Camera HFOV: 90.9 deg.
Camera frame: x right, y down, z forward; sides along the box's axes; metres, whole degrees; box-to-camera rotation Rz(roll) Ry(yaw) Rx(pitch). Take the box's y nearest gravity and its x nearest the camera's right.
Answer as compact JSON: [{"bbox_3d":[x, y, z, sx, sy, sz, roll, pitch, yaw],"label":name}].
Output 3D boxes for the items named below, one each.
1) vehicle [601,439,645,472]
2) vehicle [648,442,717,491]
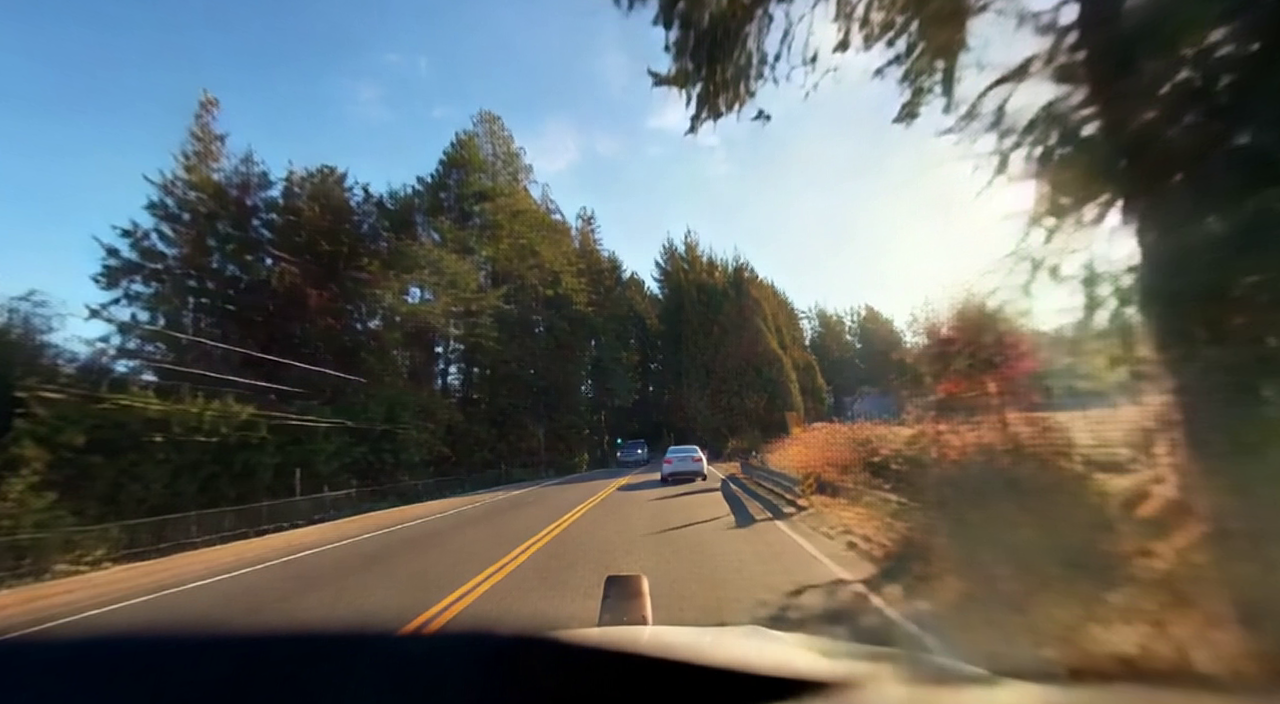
[{"bbox_3d":[-1.002,6.610,40.544,2.291,1.975,4.308,-1,-9,5],"label":"vehicle"},{"bbox_3d":[1.520,4.133,23.156,2.274,1.583,4.349,0,-9,3],"label":"vehicle"}]
